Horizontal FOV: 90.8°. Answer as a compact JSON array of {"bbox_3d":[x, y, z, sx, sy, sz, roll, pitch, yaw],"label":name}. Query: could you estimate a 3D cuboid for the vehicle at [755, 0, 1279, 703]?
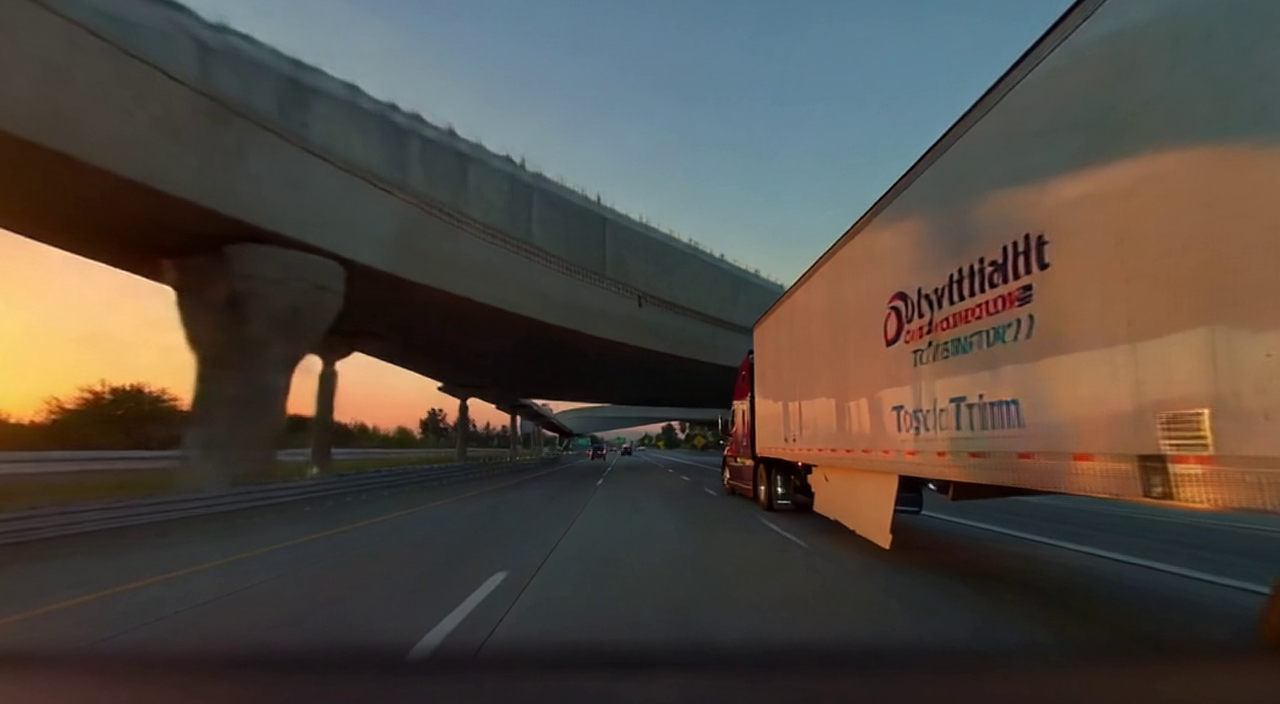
[{"bbox_3d":[4.007,0.359,7.641,2.962,4.132,12.720,0,-8,1],"label":"vehicle"}]
